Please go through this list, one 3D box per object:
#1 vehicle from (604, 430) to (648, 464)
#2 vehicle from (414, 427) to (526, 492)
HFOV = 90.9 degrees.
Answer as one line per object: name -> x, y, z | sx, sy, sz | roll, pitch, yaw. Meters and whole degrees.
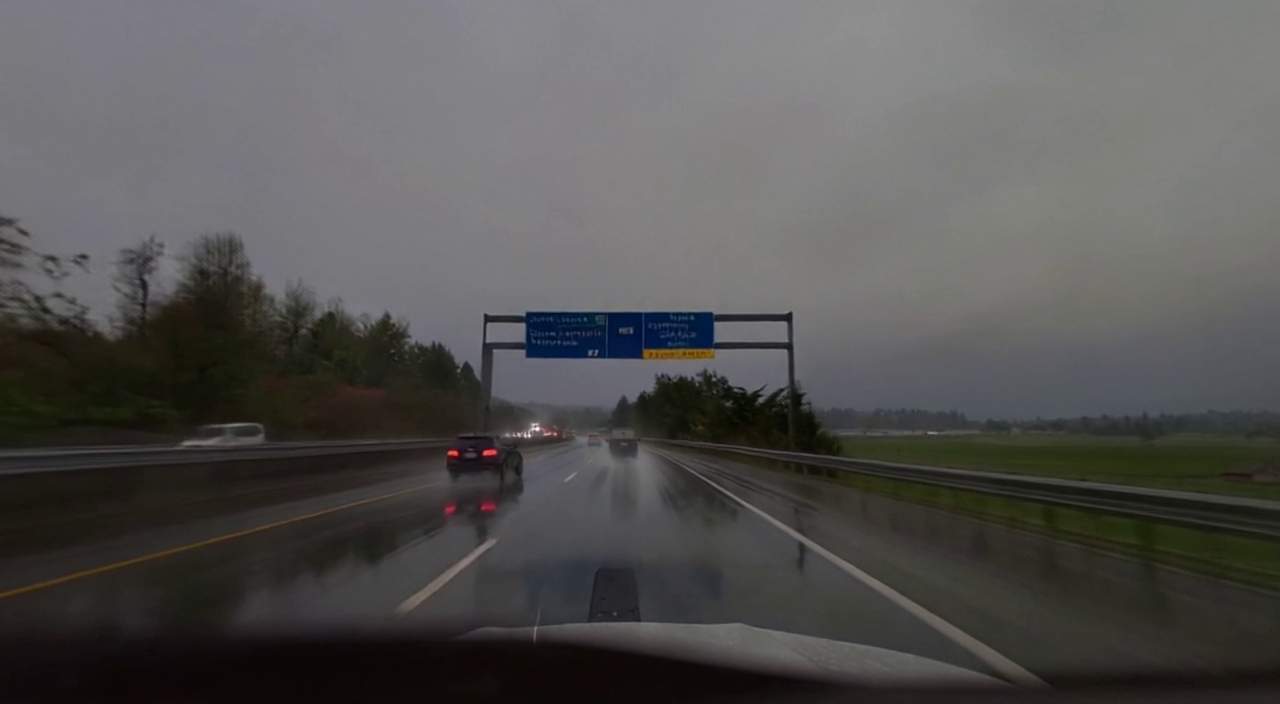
vehicle -> -0.752, 4.956, 33.108 | 2.162, 1.616, 4.242 | 0, -8, -1
vehicle -> -4.458, 2.864, 17.237 | 1.975, 1.518, 4.242 | 0, -8, -1
